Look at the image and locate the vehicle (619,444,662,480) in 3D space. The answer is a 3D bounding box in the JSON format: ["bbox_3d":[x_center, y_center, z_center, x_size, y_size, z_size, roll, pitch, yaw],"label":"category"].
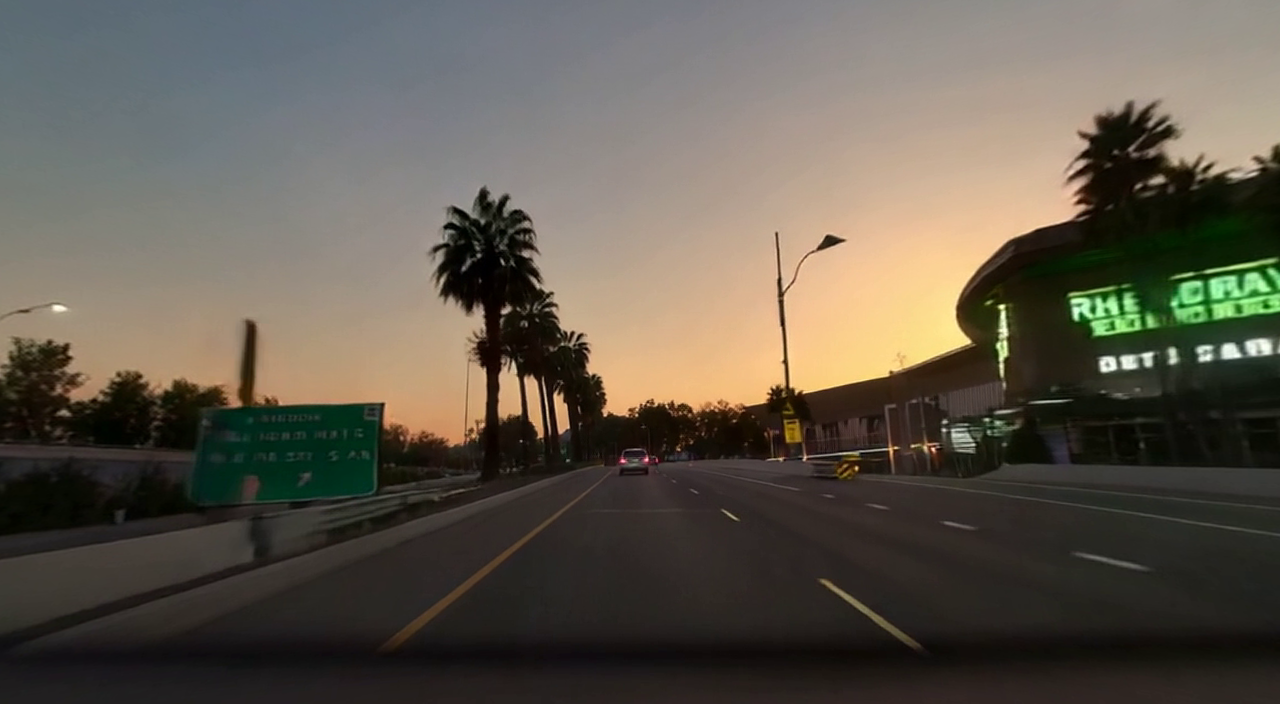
[{"bbox_3d":[-0.022,5.652,32.621,2.089,1.718,4.193,0,-9,-1],"label":"vehicle"}]
